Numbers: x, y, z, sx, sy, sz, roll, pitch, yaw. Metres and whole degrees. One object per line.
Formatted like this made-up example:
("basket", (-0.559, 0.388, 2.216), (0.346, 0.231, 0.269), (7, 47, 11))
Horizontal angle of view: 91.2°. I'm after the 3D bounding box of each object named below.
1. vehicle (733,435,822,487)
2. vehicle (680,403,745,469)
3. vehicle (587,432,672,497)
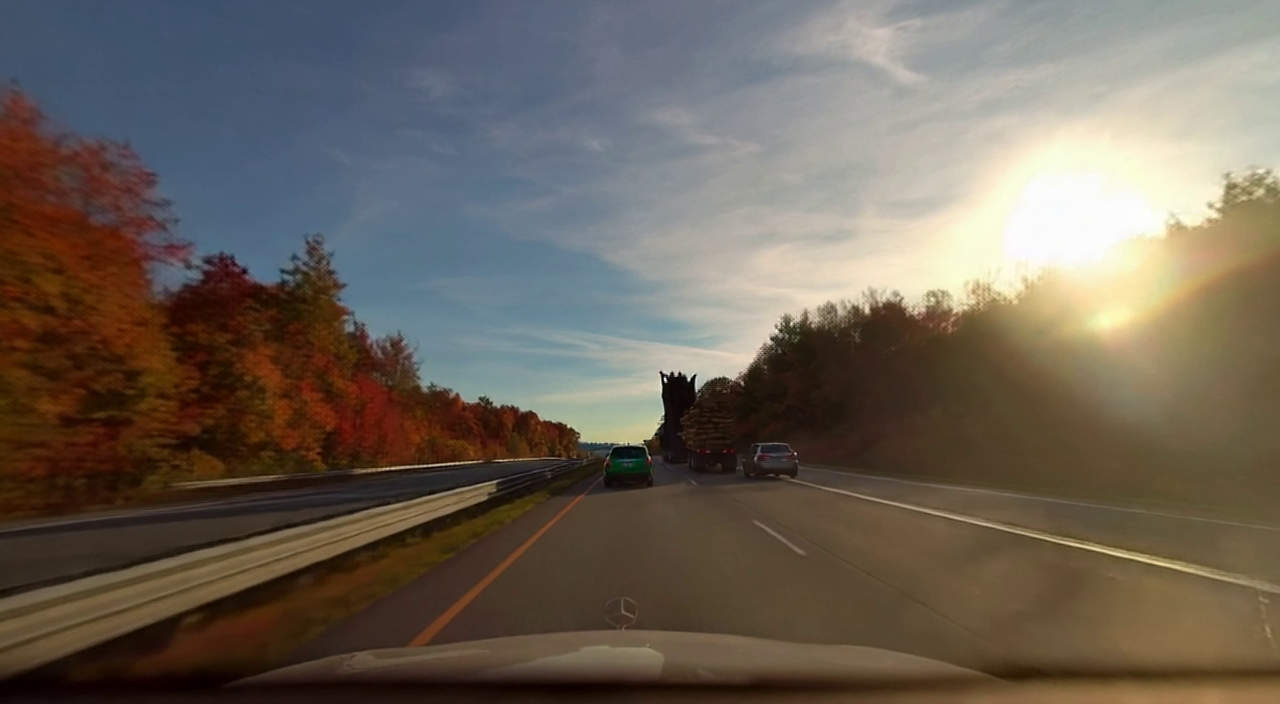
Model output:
("vehicle", (4.864, 3.925, 22.920), (2.057, 1.660, 4.525), (0, -9, -2))
("vehicle", (4.585, 5.634, 41.530), (3.125, 3.895, 8.461), (0, -9, -1))
("vehicle", (-0.280, 3.302, 18.784), (2.263, 1.699, 3.936), (-1, -9, 0))
